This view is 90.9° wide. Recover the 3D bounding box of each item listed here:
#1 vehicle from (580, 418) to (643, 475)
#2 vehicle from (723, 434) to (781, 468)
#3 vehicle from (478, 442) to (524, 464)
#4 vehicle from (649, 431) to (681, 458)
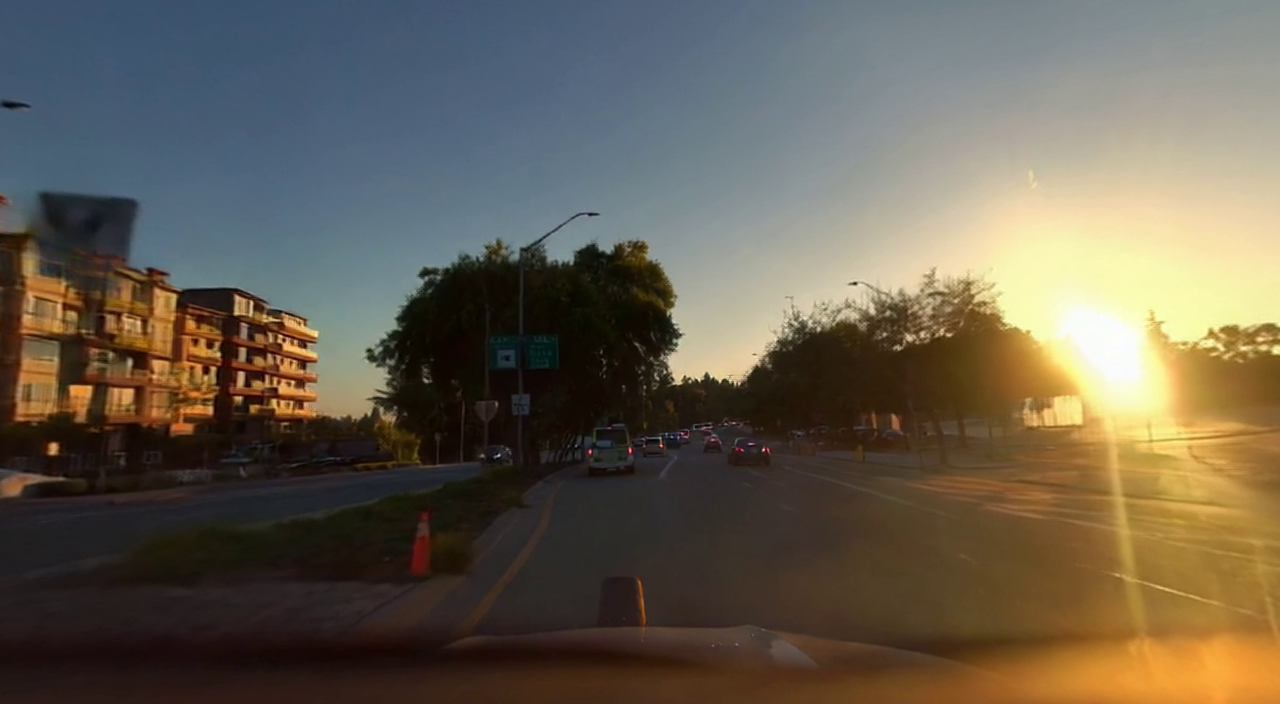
[{"bbox_3d":[-1.175,3.975,26.571,2.396,2.143,4.824,0,-8,-2],"label":"vehicle"},{"bbox_3d":[5.237,4.710,30.147,2.075,1.486,4.316,0,-8,1],"label":"vehicle"},{"bbox_3d":[-10.022,7.325,45.824,1.965,1.486,4.494,-1,-8,4],"label":"vehicle"},{"bbox_3d":[1.894,6.793,46.341,2.222,1.841,4.031,-1,-8,4],"label":"vehicle"}]
